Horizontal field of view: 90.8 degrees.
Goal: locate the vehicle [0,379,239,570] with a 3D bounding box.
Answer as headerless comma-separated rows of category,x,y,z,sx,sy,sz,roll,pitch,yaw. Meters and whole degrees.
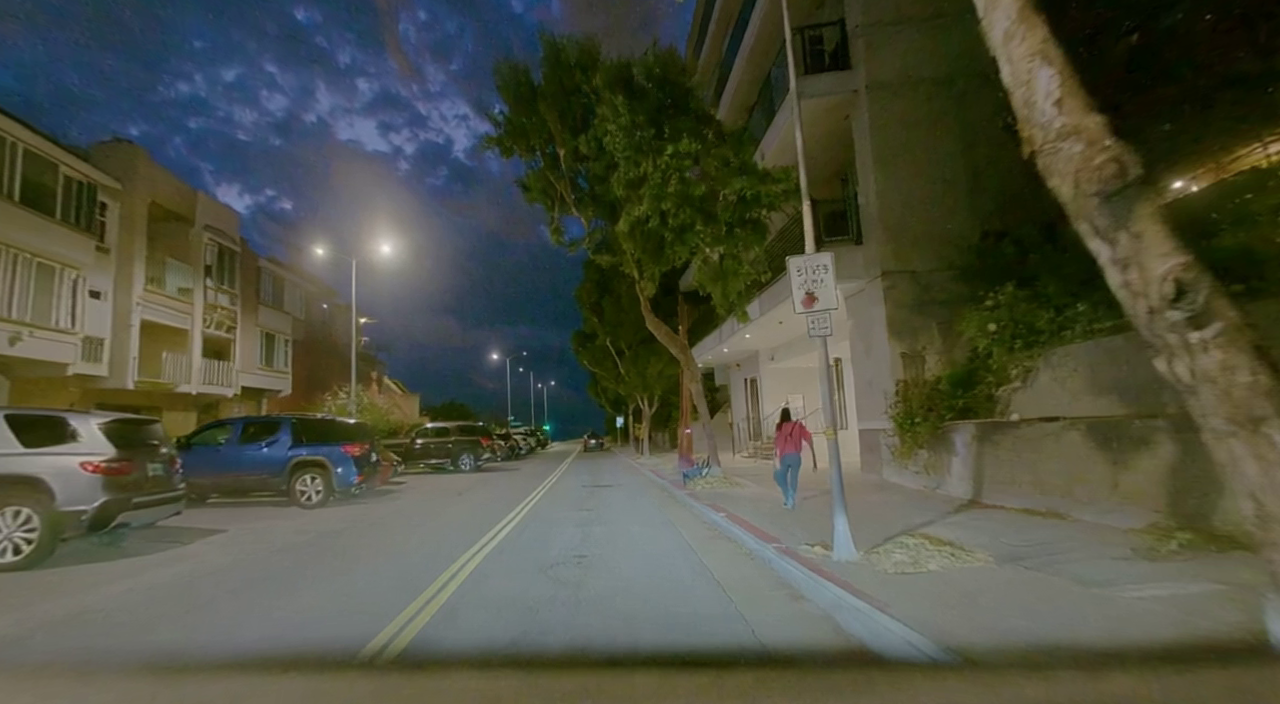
vehicle,-7.682,1.437,7.664,4.254,1.953,2.097,-2,-5,-5

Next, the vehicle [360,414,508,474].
vehicle,-8.790,3.991,27.477,5.592,2.439,2.515,1,-8,-5
